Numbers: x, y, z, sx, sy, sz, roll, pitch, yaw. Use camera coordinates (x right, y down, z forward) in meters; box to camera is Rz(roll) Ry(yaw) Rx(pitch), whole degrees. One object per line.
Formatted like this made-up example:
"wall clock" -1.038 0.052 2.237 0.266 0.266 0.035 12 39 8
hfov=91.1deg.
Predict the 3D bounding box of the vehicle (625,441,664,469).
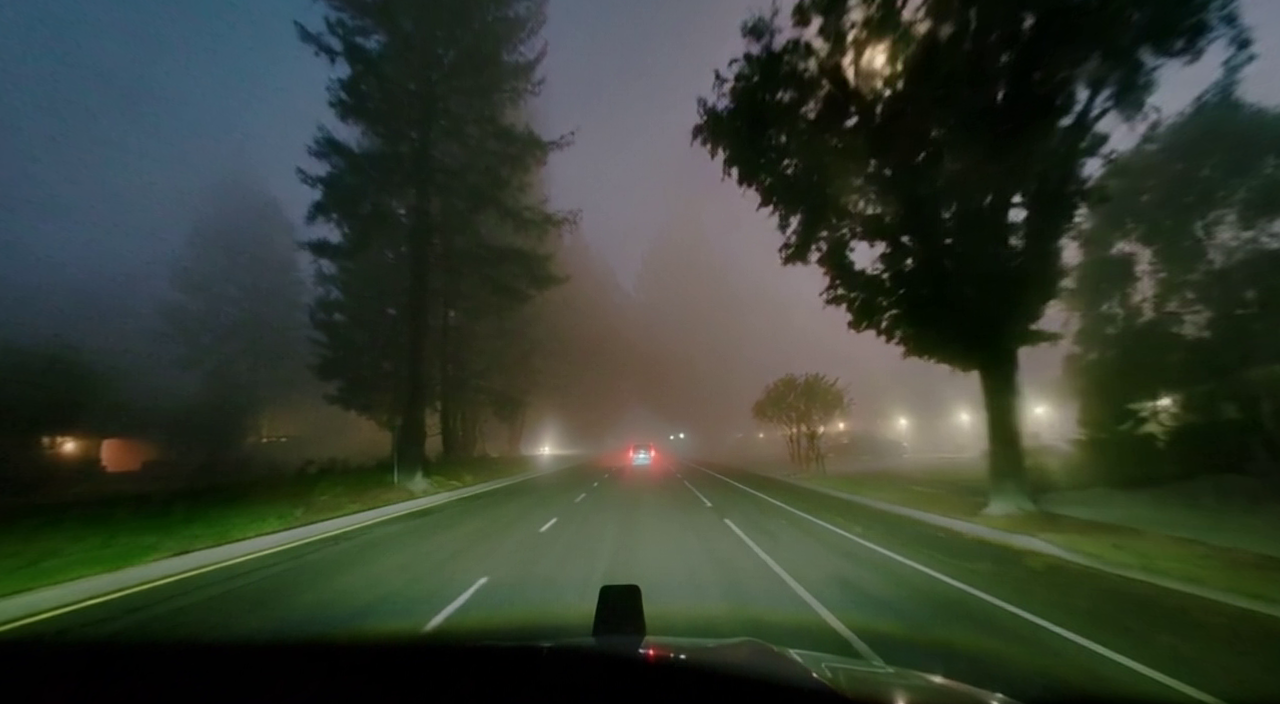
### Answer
"vehicle" 0.241 5.787 35.474 2.054 1.456 4.003 0 -8 0

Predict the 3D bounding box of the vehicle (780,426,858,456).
"vehicle" 12.774 6.412 45.011 4.923 2.019 1.985 -1 -9 2

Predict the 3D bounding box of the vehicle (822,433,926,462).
"vehicle" 12.450 5.115 33.630 4.787 1.494 1.887 0 -8 1
